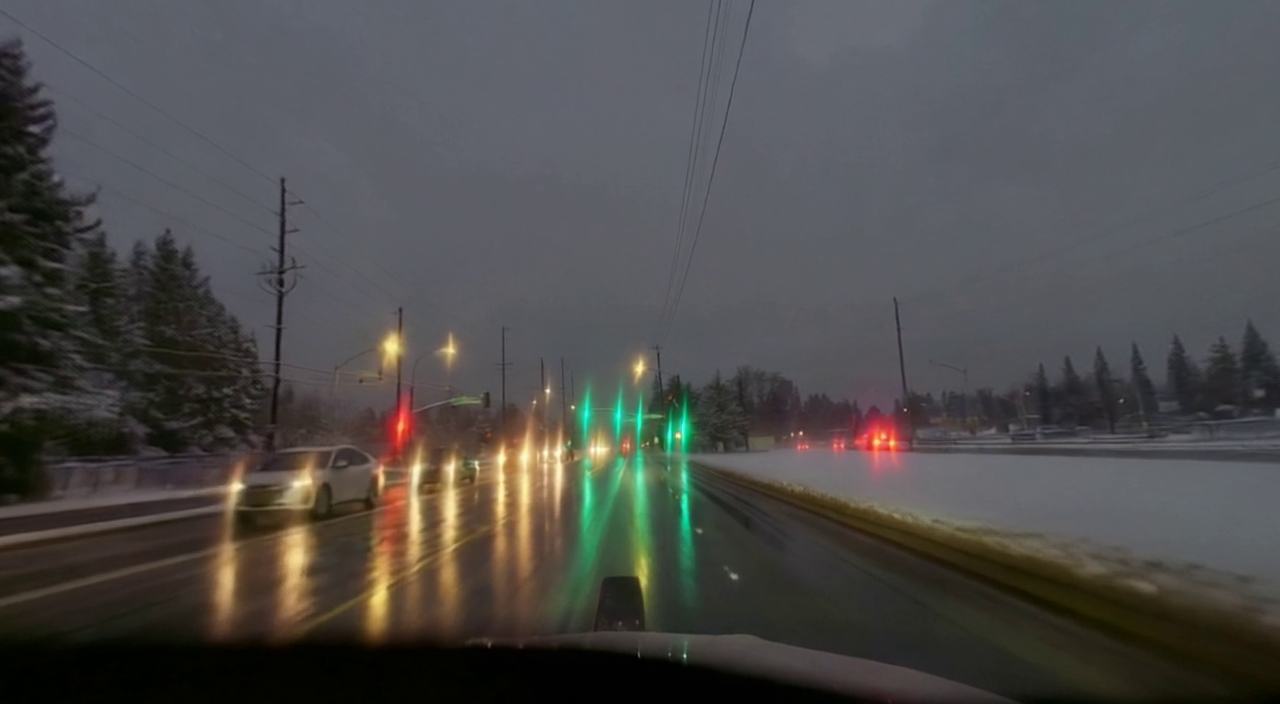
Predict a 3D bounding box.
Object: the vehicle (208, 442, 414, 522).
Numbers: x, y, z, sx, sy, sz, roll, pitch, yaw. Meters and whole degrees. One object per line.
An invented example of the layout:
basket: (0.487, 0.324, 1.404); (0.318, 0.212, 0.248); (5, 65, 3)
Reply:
vehicle: (-7.066, 2.812, 14.335); (2.030, 1.482, 4.818); (0, -8, 1)

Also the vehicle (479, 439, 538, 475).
vehicle: (-7.060, 5.692, 34.478); (2.101, 1.768, 5.040); (0, -9, 0)

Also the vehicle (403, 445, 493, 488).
vehicle: (-7.094, 4.241, 23.848); (2.008, 1.456, 4.409); (0, -9, 0)

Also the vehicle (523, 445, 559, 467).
vehicle: (-7.052, 7.449, 45.370); (1.854, 1.481, 4.518); (0, -8, 1)
